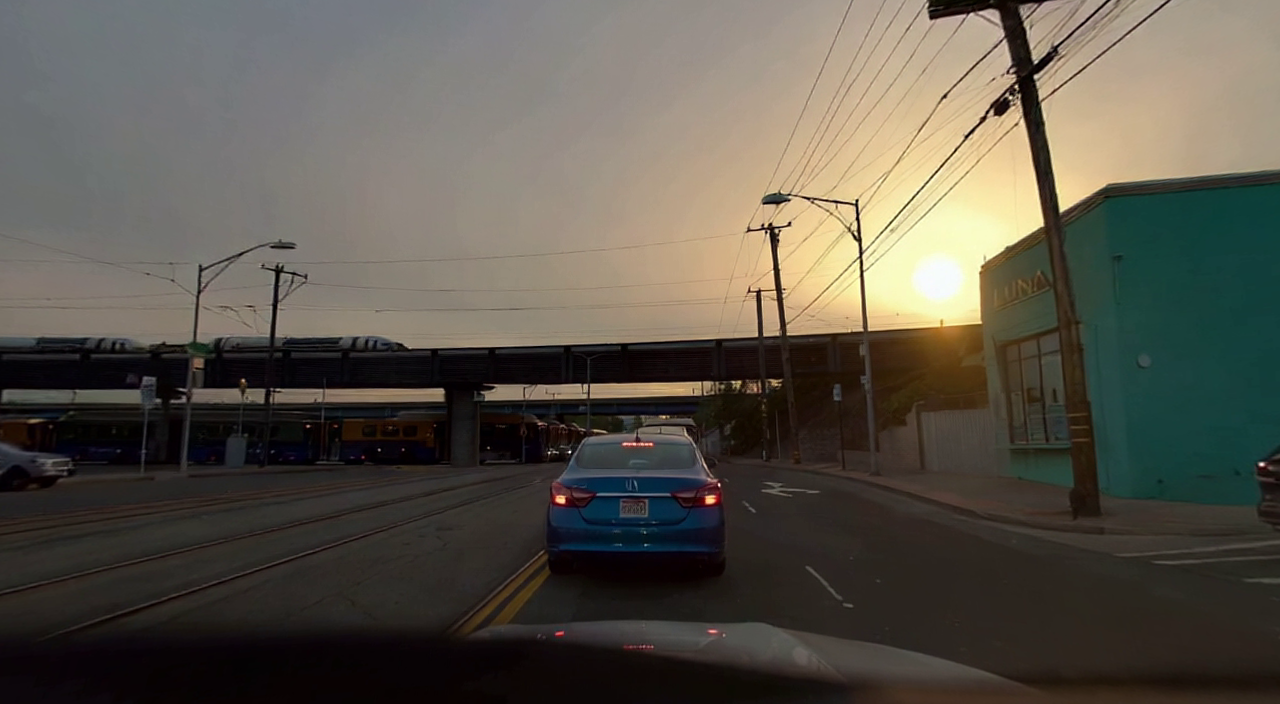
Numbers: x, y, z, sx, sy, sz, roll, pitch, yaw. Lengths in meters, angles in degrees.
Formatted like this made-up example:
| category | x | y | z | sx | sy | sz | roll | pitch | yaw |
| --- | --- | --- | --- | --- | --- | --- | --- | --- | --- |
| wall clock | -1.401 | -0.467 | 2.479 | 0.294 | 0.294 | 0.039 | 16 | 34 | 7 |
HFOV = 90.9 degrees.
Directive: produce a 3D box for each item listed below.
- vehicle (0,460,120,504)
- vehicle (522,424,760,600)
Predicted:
| category | x | y | z | sx | sy | sz | roll | pitch | yaw |
| --- | --- | --- | --- | --- | --- | --- | --- | --- | --- |
| vehicle | -21.937 | 4.675 | 22.841 | 4.566 | 1.453 | 1.935 | -1 | -9 | 5 |
| vehicle | 0.094 | 1.710 | 7.619 | 2.090 | 1.518 | 4.033 | -1 | -9 | 3 |
